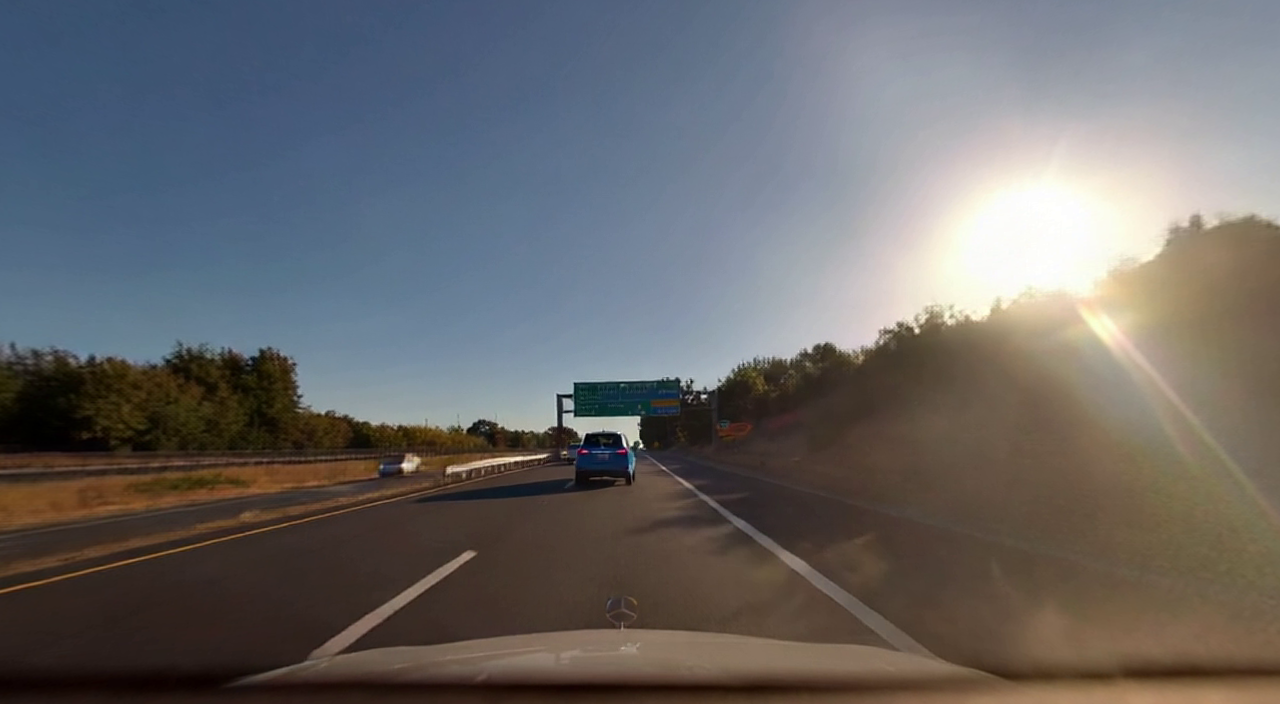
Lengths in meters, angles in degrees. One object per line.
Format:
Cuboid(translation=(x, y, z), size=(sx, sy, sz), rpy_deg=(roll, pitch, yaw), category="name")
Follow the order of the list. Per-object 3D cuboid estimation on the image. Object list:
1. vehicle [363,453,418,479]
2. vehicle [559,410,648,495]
Cuboid(translation=(-15.803, 7.212, 40.120), size=(1.785, 1.501, 4.255), rpy_deg=(0, -8, 0), category="vehicle")
Cuboid(translation=(-0.921, 2.916, 18.618), size=(2.248, 2.154, 4.892), rpy_deg=(0, -8, 0), category="vehicle")
